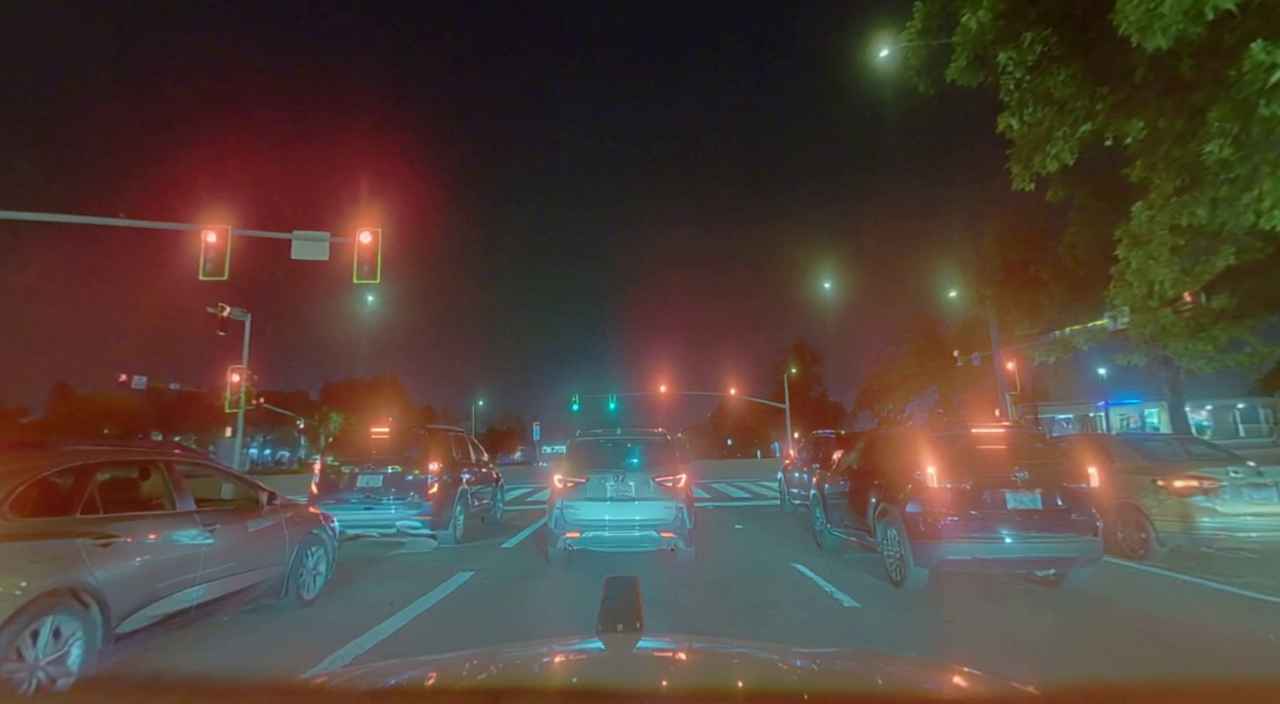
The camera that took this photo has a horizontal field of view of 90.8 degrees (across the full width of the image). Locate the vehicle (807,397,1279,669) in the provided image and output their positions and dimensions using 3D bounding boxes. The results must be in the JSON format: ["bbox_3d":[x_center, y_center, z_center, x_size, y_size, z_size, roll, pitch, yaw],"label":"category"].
[{"bbox_3d":[3.235,1.441,6.193,2.006,1.659,4.462,0,-8,1],"label":"vehicle"}]

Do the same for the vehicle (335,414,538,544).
[{"bbox_3d":[-3.223,2.116,11.158,2.048,1.805,4.405,0,-8,1],"label":"vehicle"}]

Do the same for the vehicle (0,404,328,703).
[{"bbox_3d":[-3.347,0.950,2.369,1.863,1.495,4.667,0,-8,1],"label":"vehicle"}]

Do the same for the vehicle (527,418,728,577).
[{"bbox_3d":[-0.098,1.804,8.553,2.106,1.655,3.717,0,-8,1],"label":"vehicle"}]
